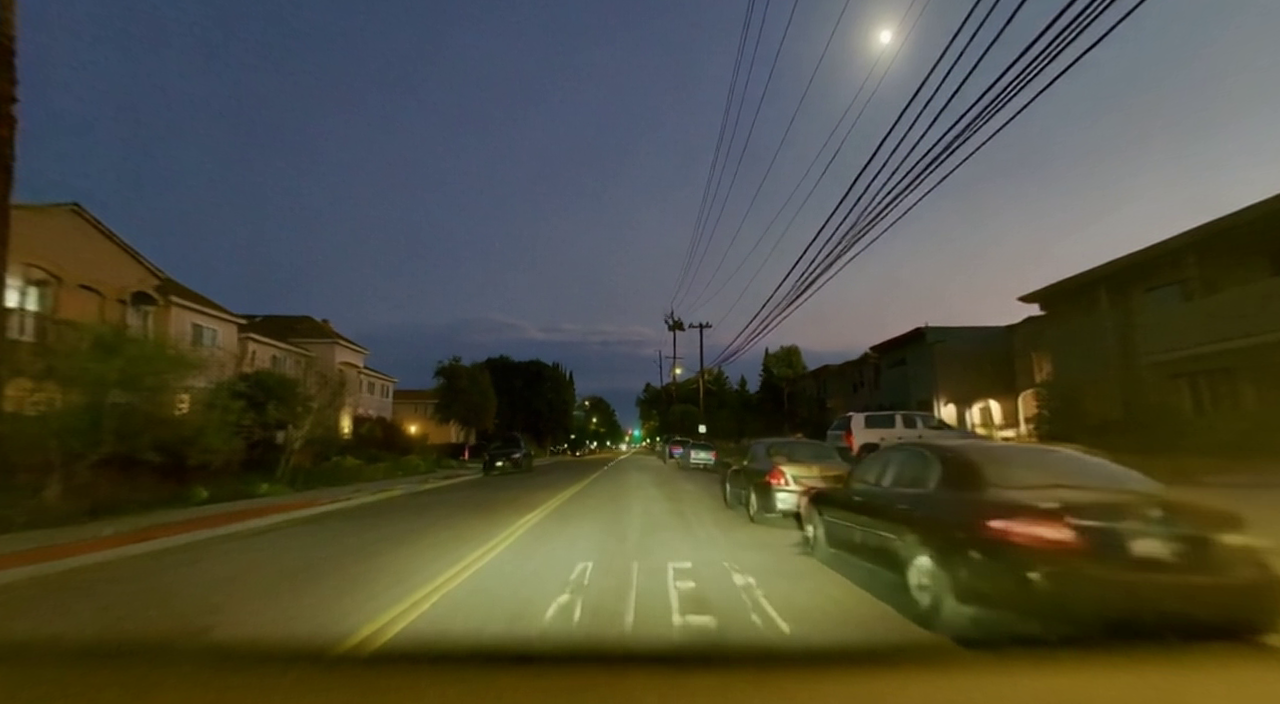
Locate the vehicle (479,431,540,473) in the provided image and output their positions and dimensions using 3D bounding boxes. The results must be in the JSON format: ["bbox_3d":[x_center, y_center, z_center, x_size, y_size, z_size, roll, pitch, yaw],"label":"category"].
[{"bbox_3d":[-6.685,5.247,32.852,2.156,1.932,4.518,-2,-11,1],"label":"vehicle"}]

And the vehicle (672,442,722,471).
[{"bbox_3d":[2.694,5.050,30.690,1.827,1.286,3.684,1,-8,-5],"label":"vehicle"}]

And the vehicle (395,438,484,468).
[{"bbox_3d":[-11.846,5.960,37.529,4.529,1.677,2.204,0,-8,0],"label":"vehicle"}]

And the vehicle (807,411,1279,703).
[{"bbox_3d":[2.849,1.306,5.120,1.870,1.490,3.802,0,-8,-1],"label":"vehicle"}]
